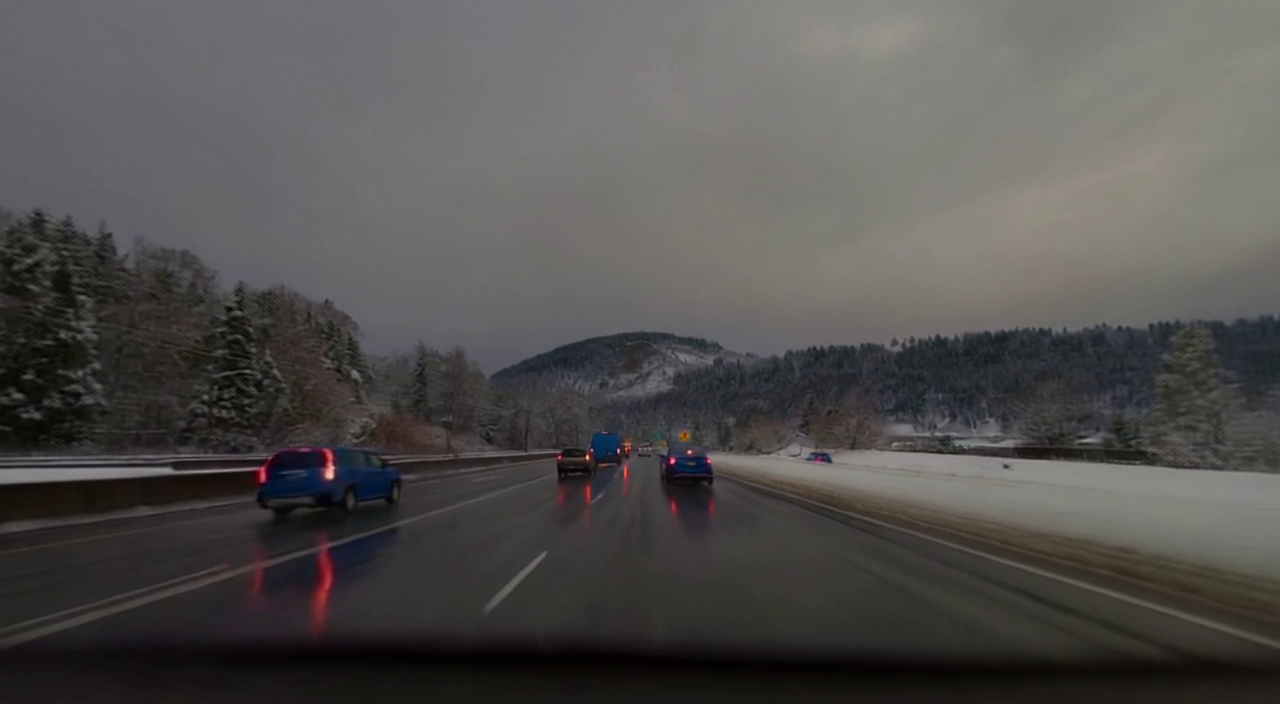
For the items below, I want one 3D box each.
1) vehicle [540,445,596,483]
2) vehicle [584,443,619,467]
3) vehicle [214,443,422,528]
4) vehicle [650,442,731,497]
[{"bbox_3d":[-3.101,4.927,28.072,1.990,1.501,4.250,-1,-8,0],"label":"vehicle"},{"bbox_3d":[-2.755,7.493,46.025,2.270,1.660,4.101,0,-8,0],"label":"vehicle"},{"bbox_3d":[-6.651,2.762,13.806,2.012,1.504,4.729,-1,-8,1],"label":"vehicle"},{"bbox_3d":[1.439,3.586,19.727,2.050,1.491,4.362,0,-8,-1],"label":"vehicle"}]
